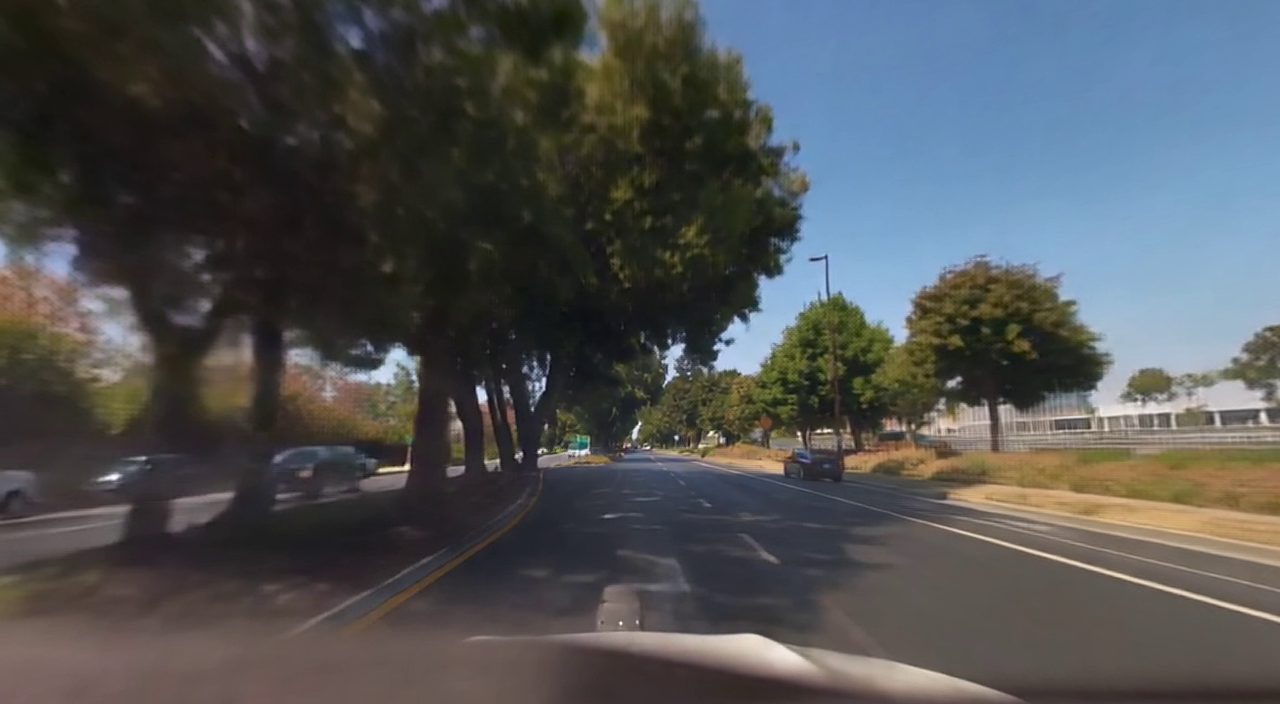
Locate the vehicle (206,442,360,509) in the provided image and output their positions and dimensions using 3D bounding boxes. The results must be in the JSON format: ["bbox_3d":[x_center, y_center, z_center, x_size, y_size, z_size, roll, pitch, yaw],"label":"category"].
[{"bbox_3d":[-9.670,3.326,17.549,1.972,1.626,3.940,0,-8,0],"label":"vehicle"}]

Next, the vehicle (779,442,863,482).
[{"bbox_3d":[7.197,4.409,25.652,1.961,1.465,4.468,0,-8,-2],"label":"vehicle"}]

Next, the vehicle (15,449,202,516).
[{"bbox_3d":[-17.865,4.327,21.714,1.926,1.684,5.378,-3,-6,-1],"label":"vehicle"}]

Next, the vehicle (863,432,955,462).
[{"bbox_3d":[16.626,5.886,39.223,4.807,1.768,1.947,0,-8,2],"label":"vehicle"}]
